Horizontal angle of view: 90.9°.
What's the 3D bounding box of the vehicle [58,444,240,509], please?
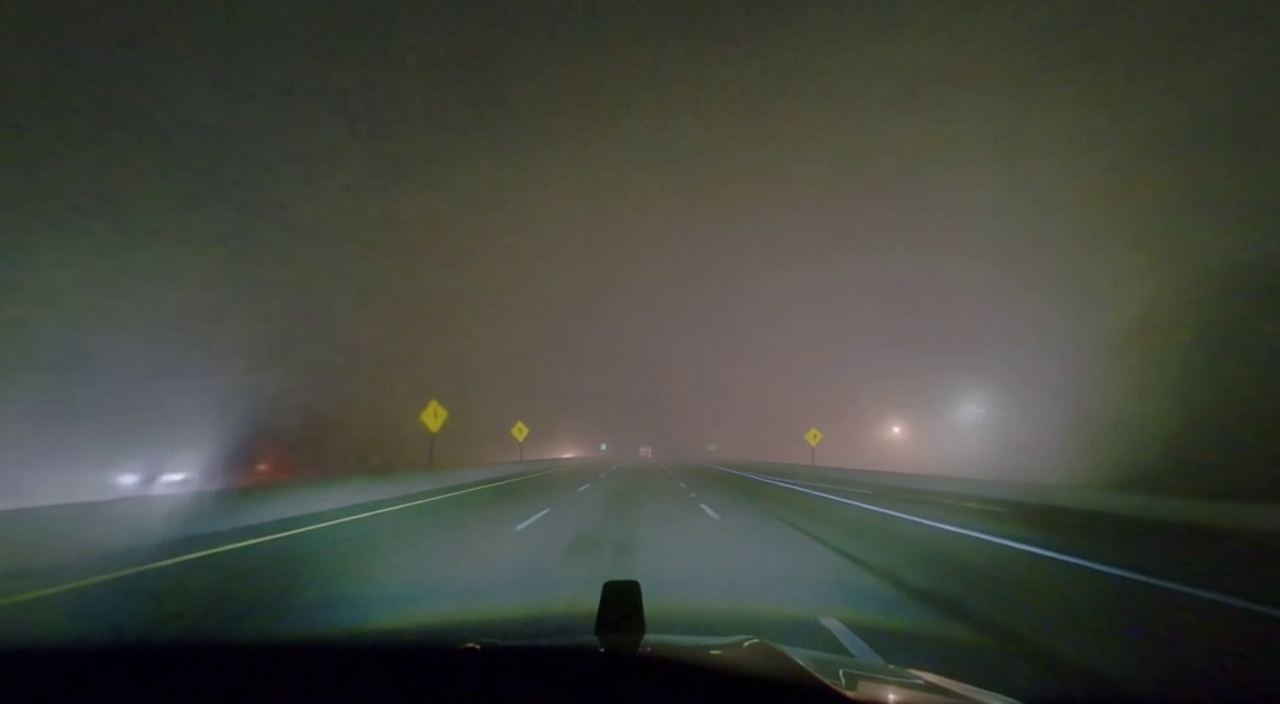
[{"bbox_3d":[-15.795,3.984,20.715,2.051,1.861,4.741,0,-9,1],"label":"vehicle"}]
